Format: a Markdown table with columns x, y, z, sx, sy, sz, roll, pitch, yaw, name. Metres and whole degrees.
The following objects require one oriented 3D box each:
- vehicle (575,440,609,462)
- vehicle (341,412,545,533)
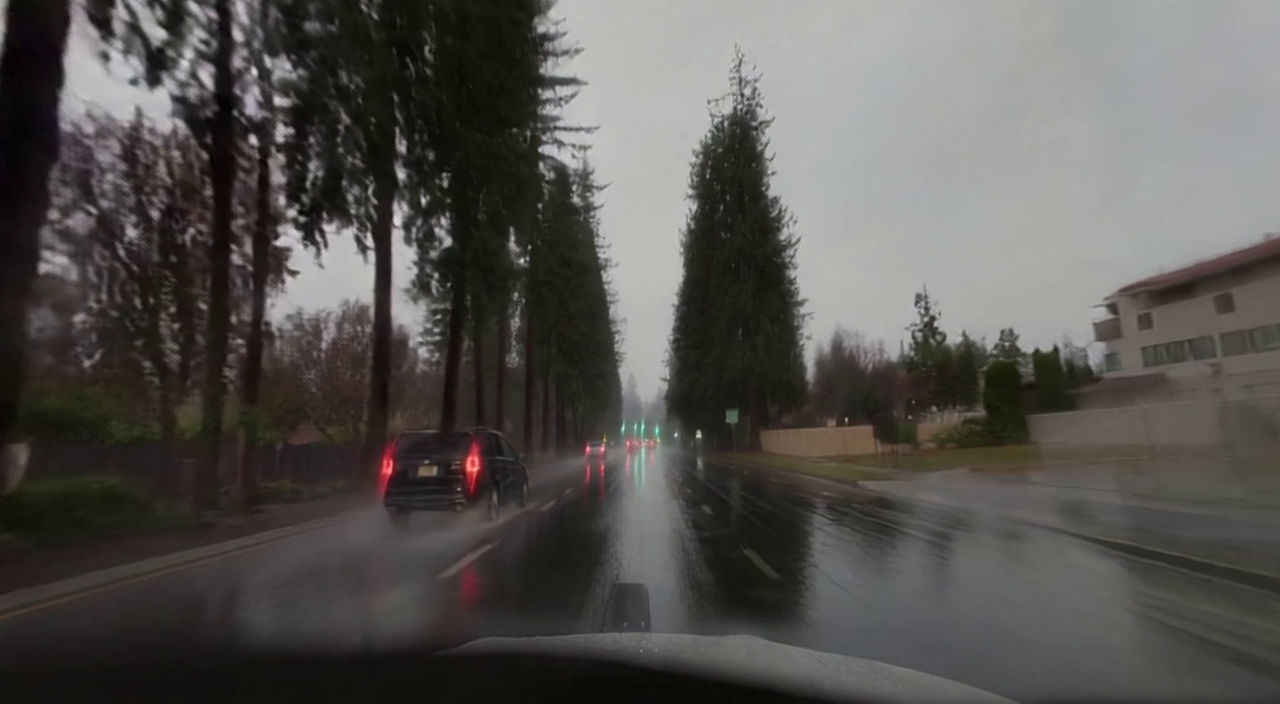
| x | y | z | sx | sy | sz | roll | pitch | yaw | name |
| --- | --- | --- | --- | --- | --- | --- | --- | --- | --- |
| -3.364 | 6.977 | 44.591 | 2.021 | 1.466 | 4.330 | 0 | -8 | 1 | vehicle |
| -3.126 | 2.043 | 11.260 | 2.058 | 1.671 | 4.704 | 0 | -8 | 1 | vehicle |
